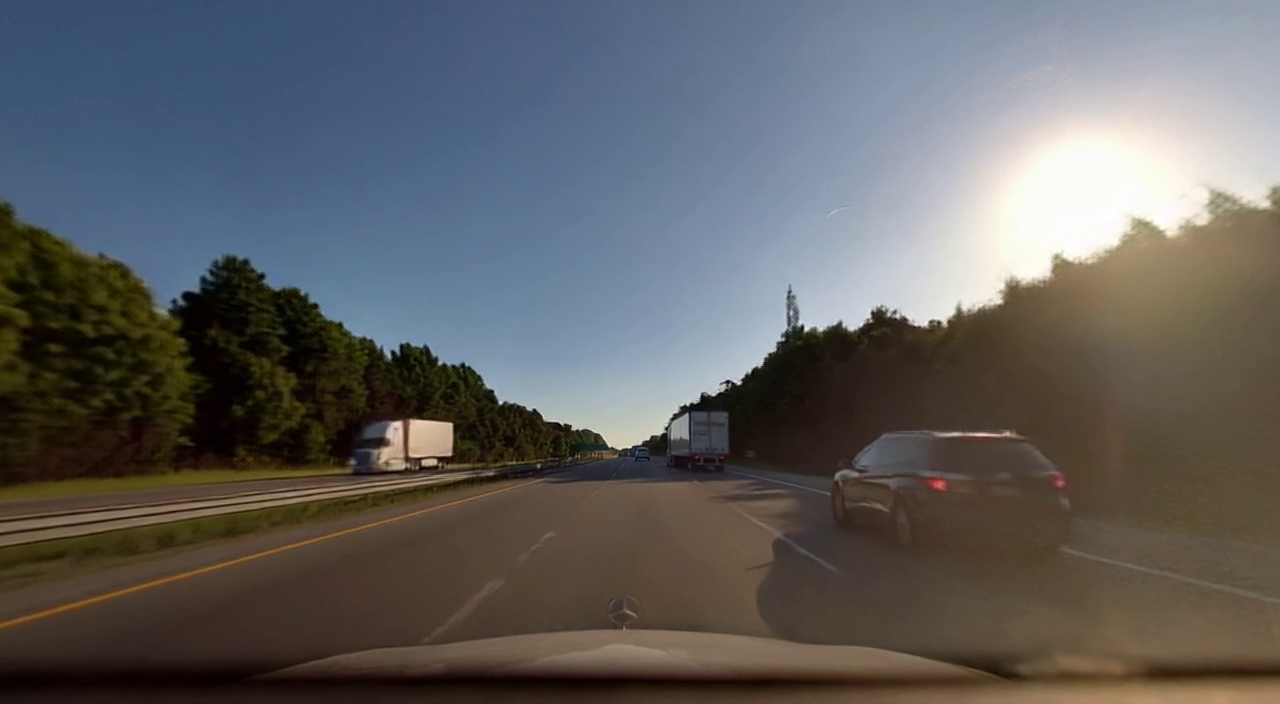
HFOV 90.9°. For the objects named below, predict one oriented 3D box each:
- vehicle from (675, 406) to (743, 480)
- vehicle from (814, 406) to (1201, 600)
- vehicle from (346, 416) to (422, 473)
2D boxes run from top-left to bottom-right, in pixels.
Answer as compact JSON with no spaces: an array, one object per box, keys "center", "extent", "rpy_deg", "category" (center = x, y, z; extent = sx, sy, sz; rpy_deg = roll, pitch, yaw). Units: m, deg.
[{"center":[4.085,5.779,39.801],"extent":[3.117,3.971,10.593],"rpy_deg":[1,-9,0],"category":"vehicle"},{"center":[3.761,1.625,7.592],"extent":[2.096,1.653,4.185],"rpy_deg":[0,-9,0],"category":"vehicle"},{"center":[-18.986,6.908,47.160],"extent":[2.947,3.912,5.781],"rpy_deg":[1,-9,1],"category":"vehicle"}]
